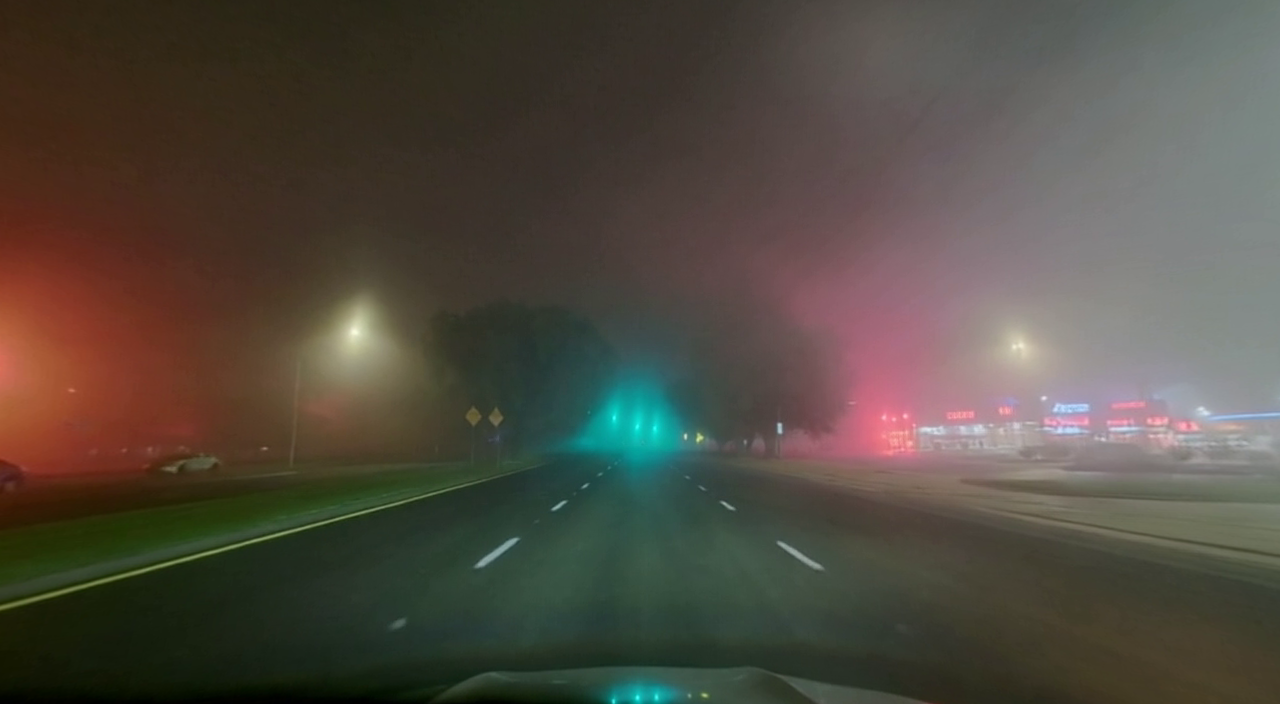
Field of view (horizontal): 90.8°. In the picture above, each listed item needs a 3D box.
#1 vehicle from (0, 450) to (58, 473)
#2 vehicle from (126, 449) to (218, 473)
[{"bbox_3d":[-42.573,7.481,43.133,4.279,1.456,1.874,-2,-8,12],"label":"vehicle"},{"bbox_3d":[-30.296,7.062,40.948,4.341,1.465,2.304,-2,-8,9],"label":"vehicle"}]
